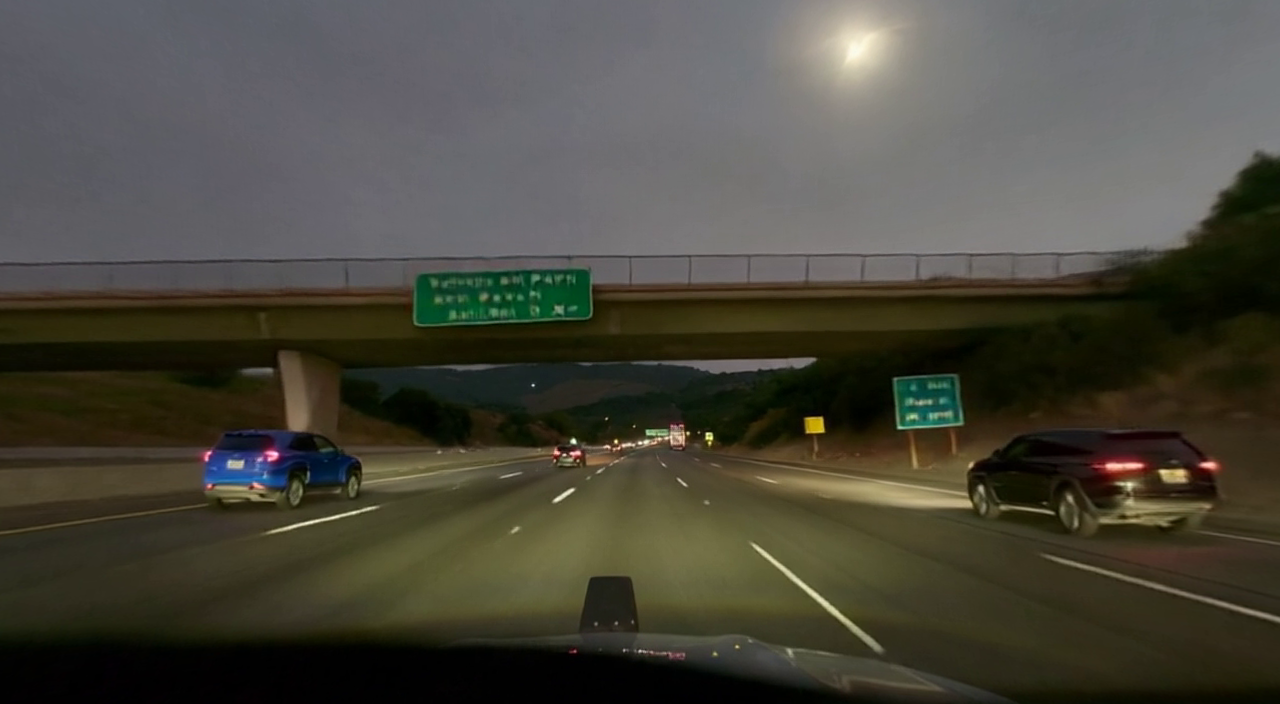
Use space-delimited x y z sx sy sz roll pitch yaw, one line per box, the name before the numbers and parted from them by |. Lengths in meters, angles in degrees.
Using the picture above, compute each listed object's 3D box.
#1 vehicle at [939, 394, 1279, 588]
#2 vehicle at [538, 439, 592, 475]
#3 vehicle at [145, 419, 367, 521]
vehicle | 5.871 1.588 7.982 1.950 1.719 4.545 0 -9 0
vehicle | -3.384 4.820 29.266 1.925 1.509 4.363 0 -9 1
vehicle | -7.415 2.319 12.838 1.860 1.694 4.173 0 -9 0
